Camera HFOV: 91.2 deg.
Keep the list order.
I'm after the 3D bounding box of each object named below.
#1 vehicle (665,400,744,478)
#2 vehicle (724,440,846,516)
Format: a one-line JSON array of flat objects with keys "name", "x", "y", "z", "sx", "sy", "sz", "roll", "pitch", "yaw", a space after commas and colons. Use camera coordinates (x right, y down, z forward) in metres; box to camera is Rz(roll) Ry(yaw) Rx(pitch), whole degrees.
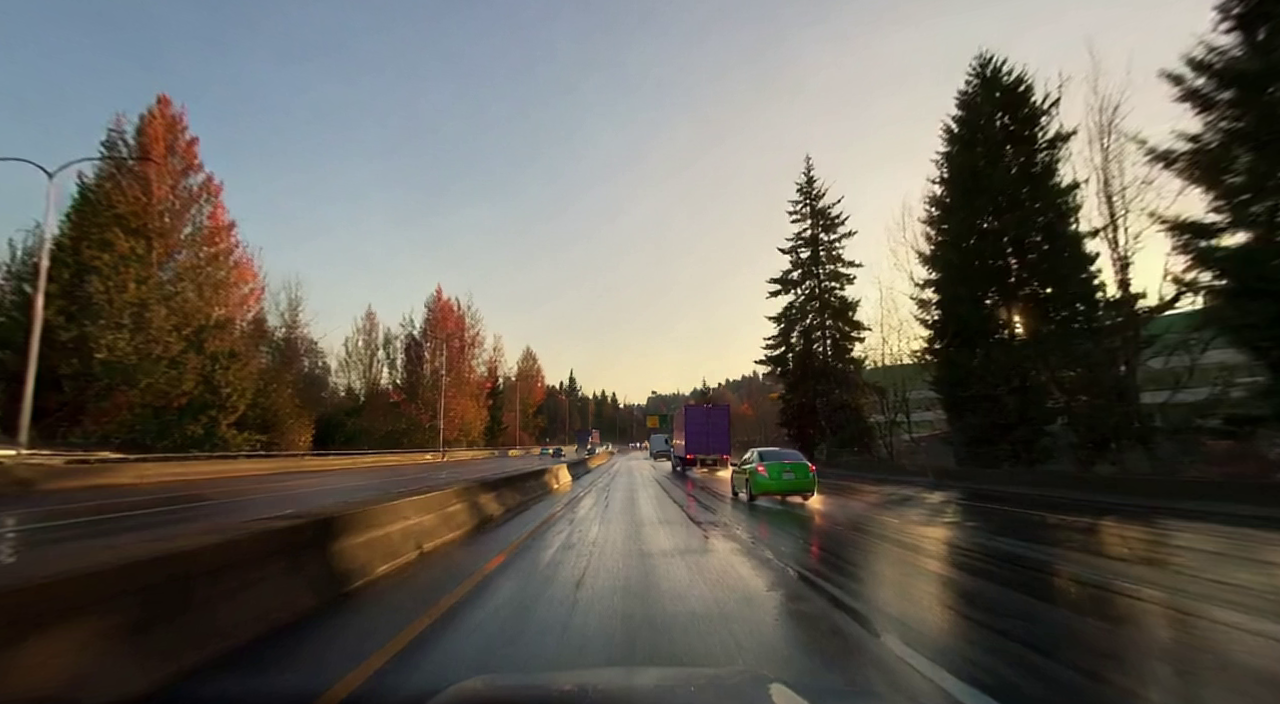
[{"name": "vehicle", "x": 3.285, "y": 5.157, "z": 36.568, "sx": 2.916, "sy": 3.563, "sz": 14.462, "roll": 0, "pitch": -9, "yaw": -1}, {"name": "vehicle", "x": 3.300, "y": 2.932, "z": 15.114, "sx": 1.971, "sy": 1.558, "sz": 3.834, "roll": 0, "pitch": -9, "yaw": -1}]
